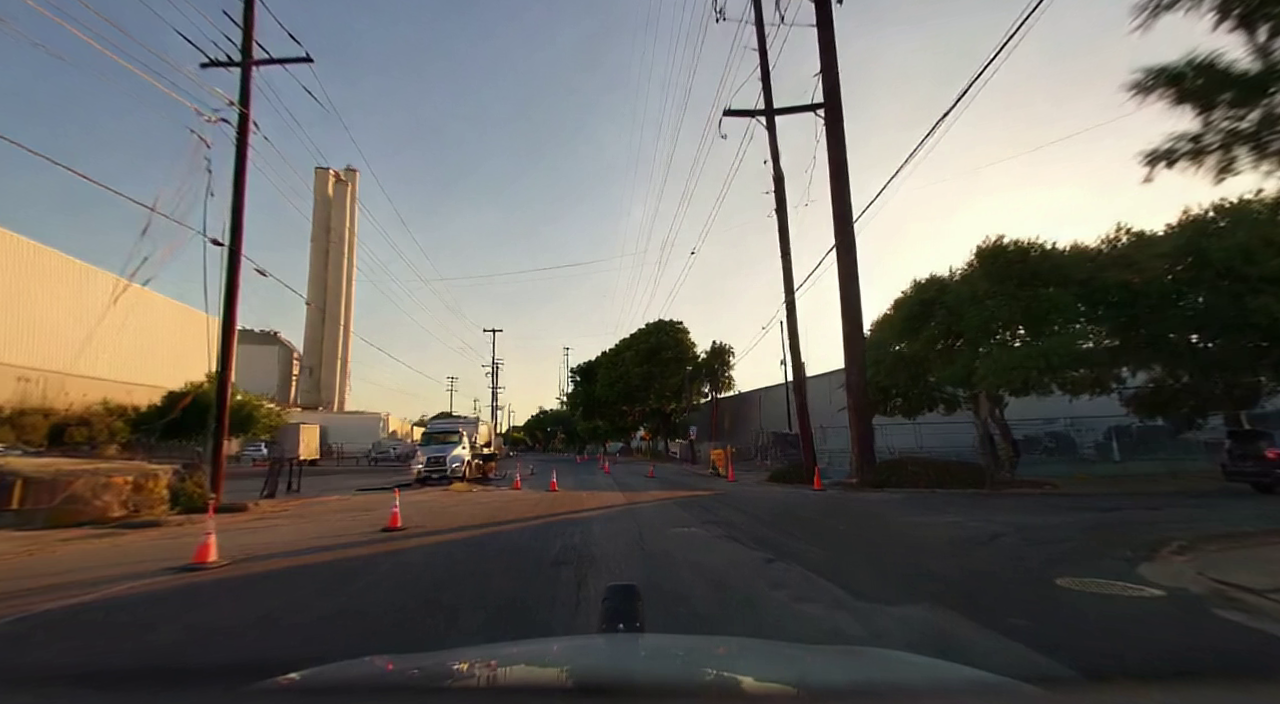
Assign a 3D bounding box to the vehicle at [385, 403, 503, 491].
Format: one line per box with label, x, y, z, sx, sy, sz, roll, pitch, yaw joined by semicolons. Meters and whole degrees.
vehicle;-8.145;4.172;27.520;2.991;3.173;7.929;-1;-9;-3
